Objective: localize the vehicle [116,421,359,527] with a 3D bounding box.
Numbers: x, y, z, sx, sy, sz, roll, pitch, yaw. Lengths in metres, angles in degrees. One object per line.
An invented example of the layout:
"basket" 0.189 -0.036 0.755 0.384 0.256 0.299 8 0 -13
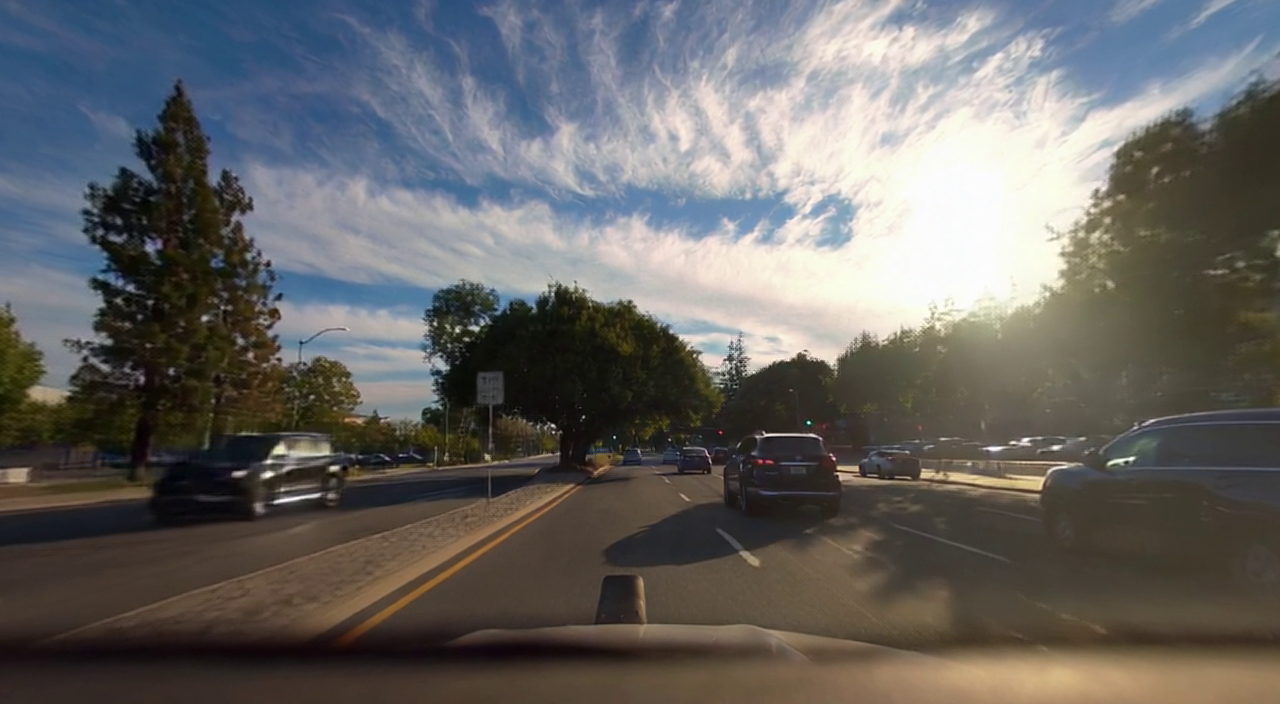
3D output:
"vehicle" -9.194 2.819 15.201 2.215 2.062 5.360 0 -9 1

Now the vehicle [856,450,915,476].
"vehicle" 14.850 6.711 38.313 1.815 1.493 4.135 0 -9 -1

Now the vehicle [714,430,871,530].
"vehicle" 2.878 2.517 12.967 2.075 1.698 4.142 0 -9 -2

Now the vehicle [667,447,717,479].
"vehicle" 2.513 5.475 31.325 1.980 1.484 4.093 0 -9 -2

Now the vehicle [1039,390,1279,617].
"vehicle" 6.226 1.306 5.647 2.153 1.811 4.595 0 -9 -1
